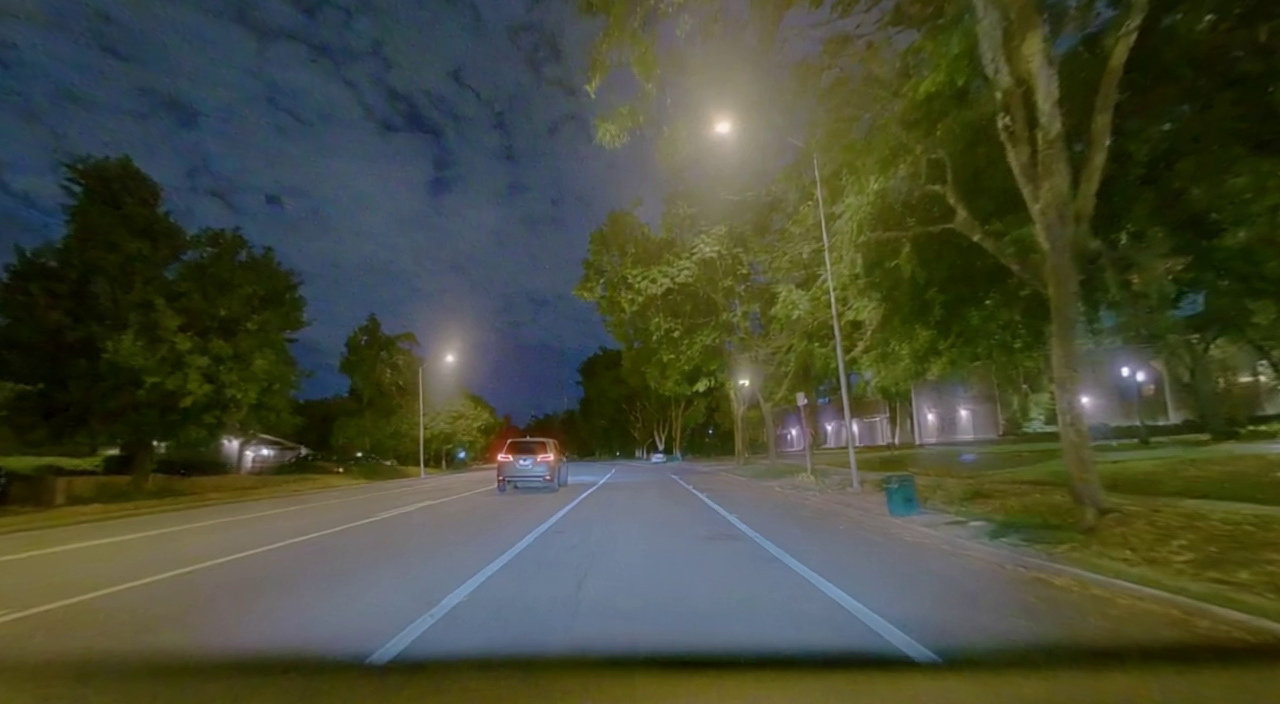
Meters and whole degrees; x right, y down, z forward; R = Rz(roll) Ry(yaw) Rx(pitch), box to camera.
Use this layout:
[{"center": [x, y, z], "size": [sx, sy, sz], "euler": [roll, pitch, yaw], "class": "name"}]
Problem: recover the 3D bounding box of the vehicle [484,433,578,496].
[{"center": [-3.332, 3.538, 20.242], "size": [2.175, 1.772, 4.442], "euler": [0, -8, 0], "class": "vehicle"}]
